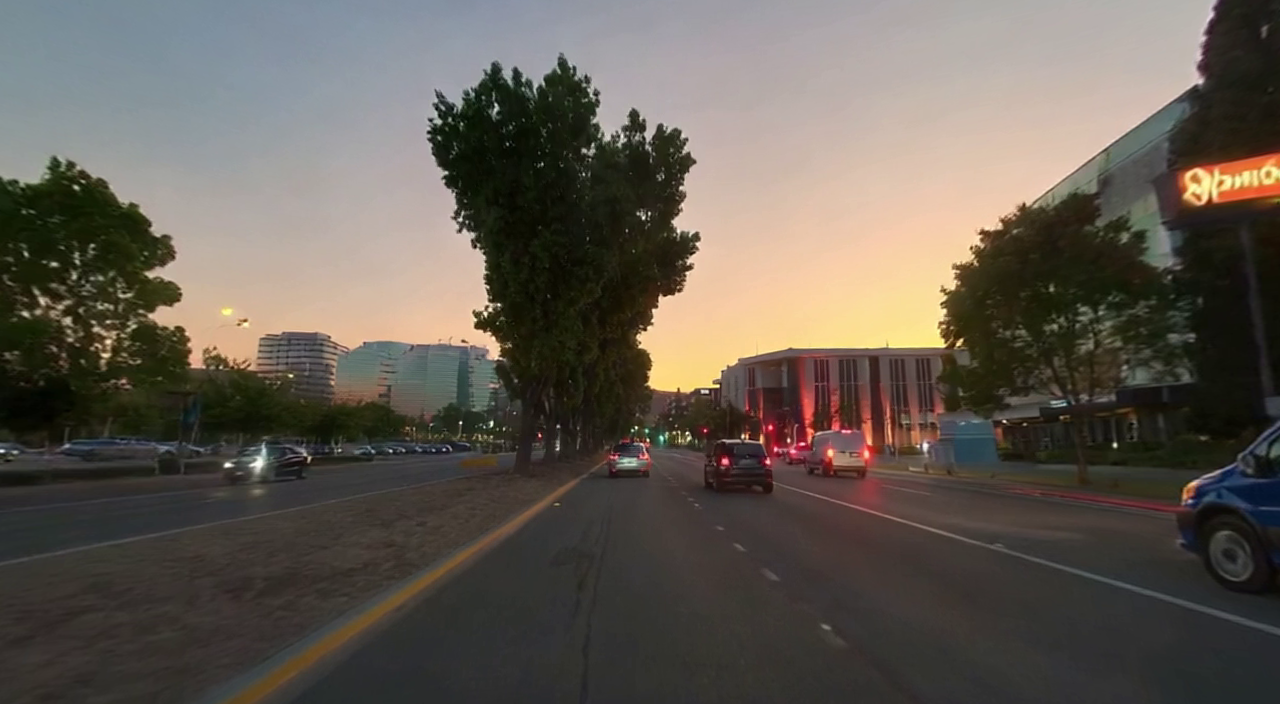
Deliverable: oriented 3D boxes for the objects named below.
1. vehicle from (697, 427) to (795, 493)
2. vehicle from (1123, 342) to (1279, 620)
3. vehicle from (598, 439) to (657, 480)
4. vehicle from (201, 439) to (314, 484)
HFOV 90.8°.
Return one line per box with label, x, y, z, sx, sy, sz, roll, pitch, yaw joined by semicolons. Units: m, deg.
vehicle;3.003;3.166;18.892;2.047;1.711;4.265;0;-8;-2
vehicle;6.271;0.804;3.566;2.573;2.127;5.568;0;-8;-1
vehicle;-0.447;4.093;24.354;2.095;1.456;3.873;0;-8;0
vehicle;-15.283;4.372;25.567;1.919;1.666;4.288;0;-8;0
